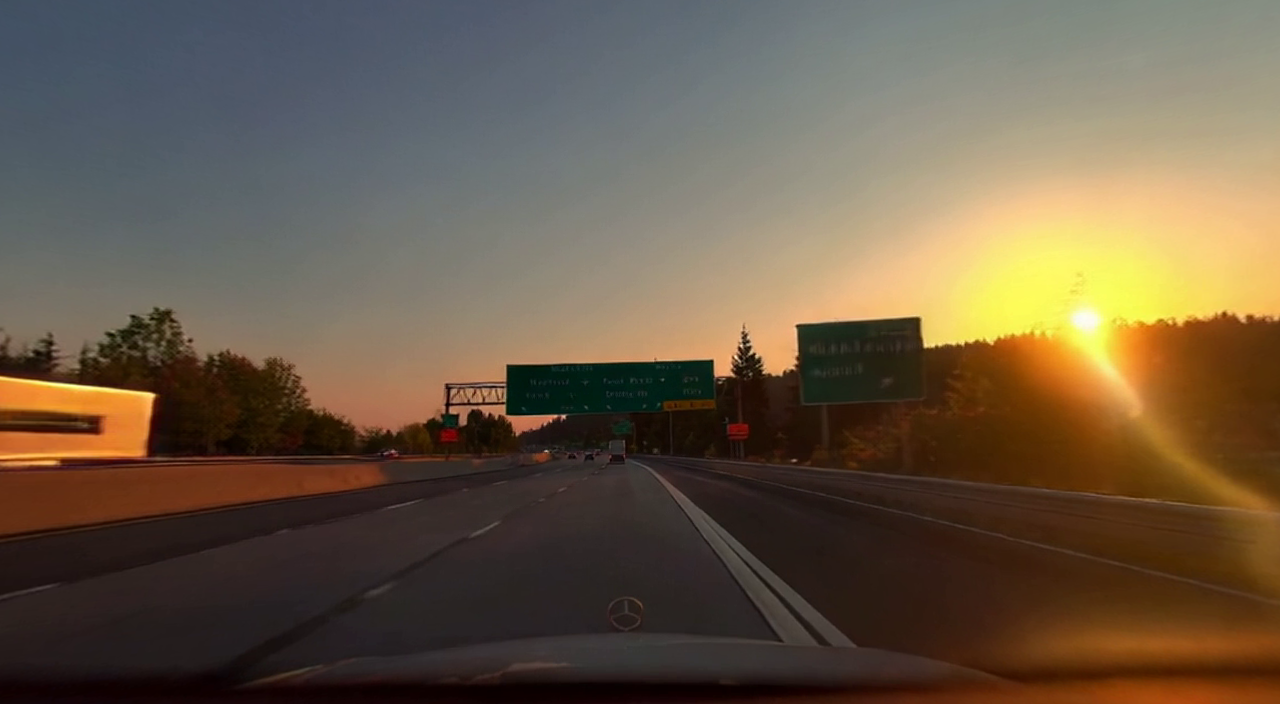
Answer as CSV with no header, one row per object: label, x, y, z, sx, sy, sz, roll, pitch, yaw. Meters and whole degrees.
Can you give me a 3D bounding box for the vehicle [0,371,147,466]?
vehicle,-28.978,3.019,28.079,3.136,3.996,13.881,0,-9,-2
